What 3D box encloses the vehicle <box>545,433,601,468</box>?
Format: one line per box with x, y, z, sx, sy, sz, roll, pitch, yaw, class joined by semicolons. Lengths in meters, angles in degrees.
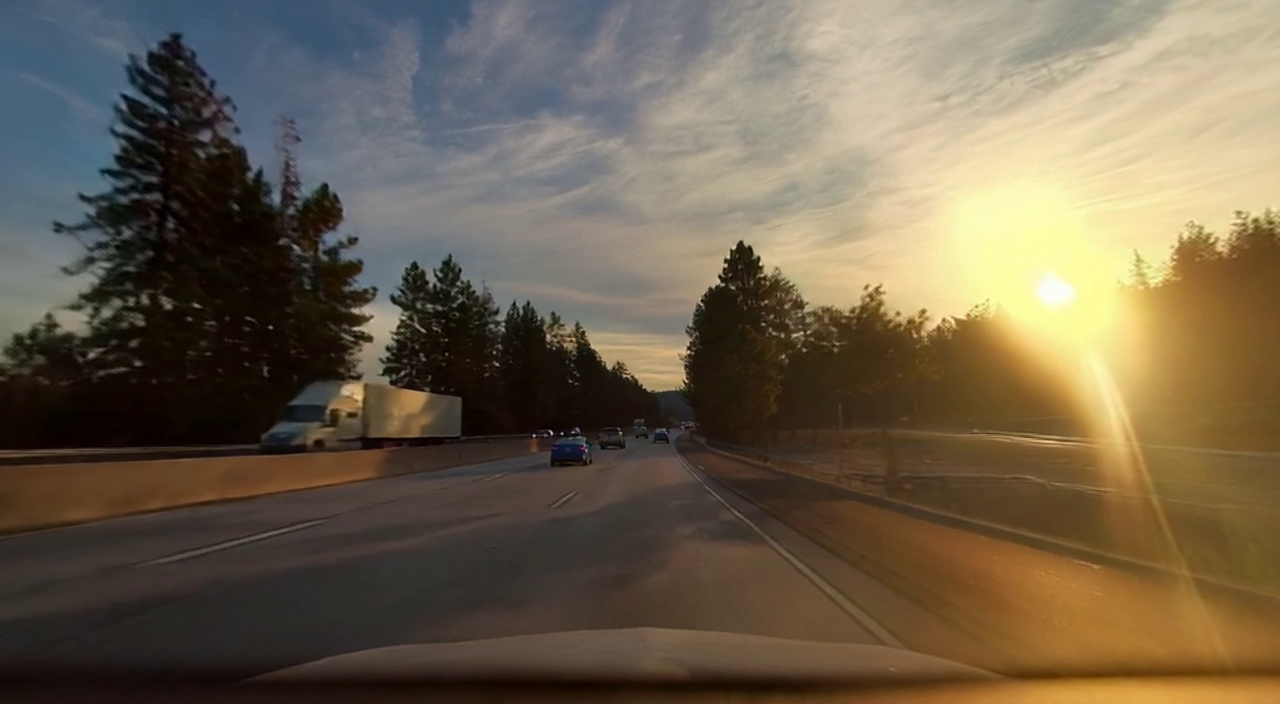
-3.147;4.771;30.535;2.053;1.589;4.671;0;-8;2;vehicle

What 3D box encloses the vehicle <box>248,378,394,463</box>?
-16.952;3.907;34.376;3.145;4.014;8.683;0;-8;2;vehicle
